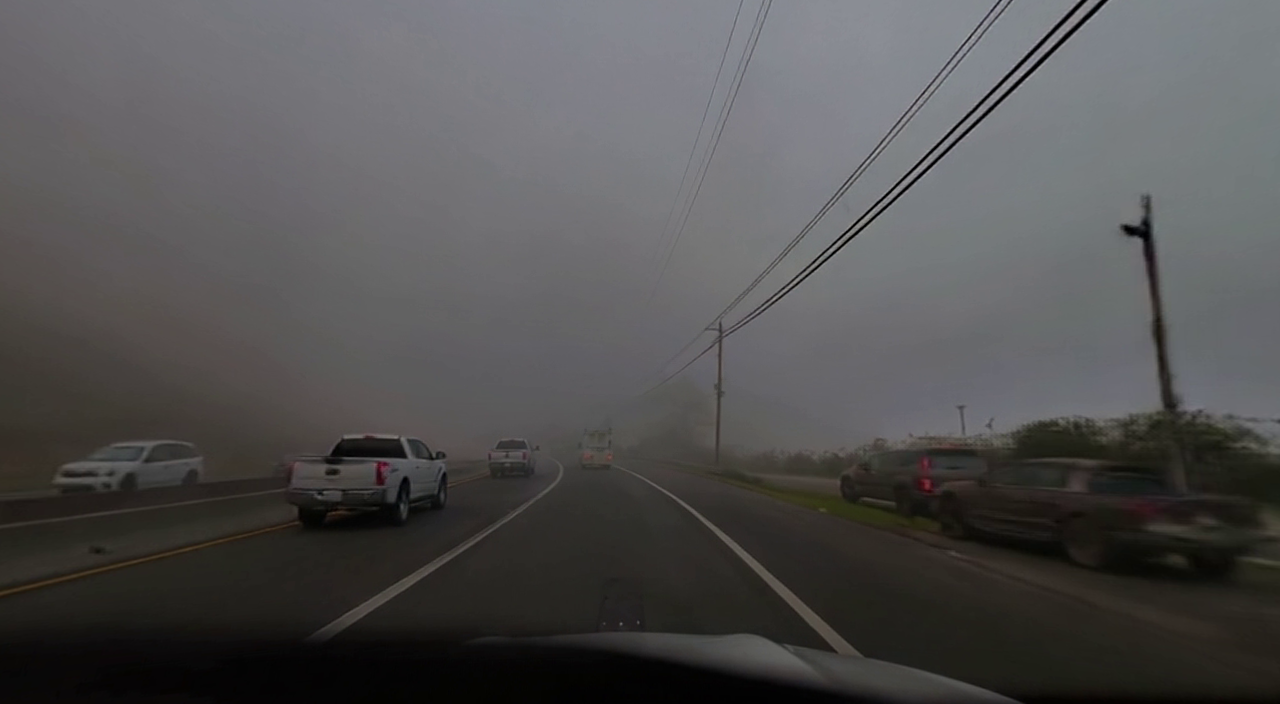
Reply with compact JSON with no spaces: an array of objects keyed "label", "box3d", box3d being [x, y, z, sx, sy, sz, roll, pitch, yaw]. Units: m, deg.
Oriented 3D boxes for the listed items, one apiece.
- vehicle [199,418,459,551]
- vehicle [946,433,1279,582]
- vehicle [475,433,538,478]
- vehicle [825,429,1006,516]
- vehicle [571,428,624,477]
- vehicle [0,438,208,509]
[{"label":"vehicle","box3d":[-4.759,2.085,10.665,2.185,1.721,4.550,0,-9,-2]},{"label":"vehicle","box3d":[6.362,1.941,8.844,1.877,1.503,4.653,0,-9,1]},{"label":"vehicle","box3d":[-6.440,5.078,31.195,2.345,2.012,5.693,1,-9,-5]},{"label":"vehicle","box3d":[6.340,2.814,15.279,2.058,1.747,4.585,1,-9,-4]},{"label":"vehicle","box3d":[-2.268,5.157,32.666,2.486,2.280,5.291,1,-9,-6]},{"label":"vehicle","box3d":[-13.795,3.096,16.612,1.930,1.591,4.408,0,-9,-3]}]
